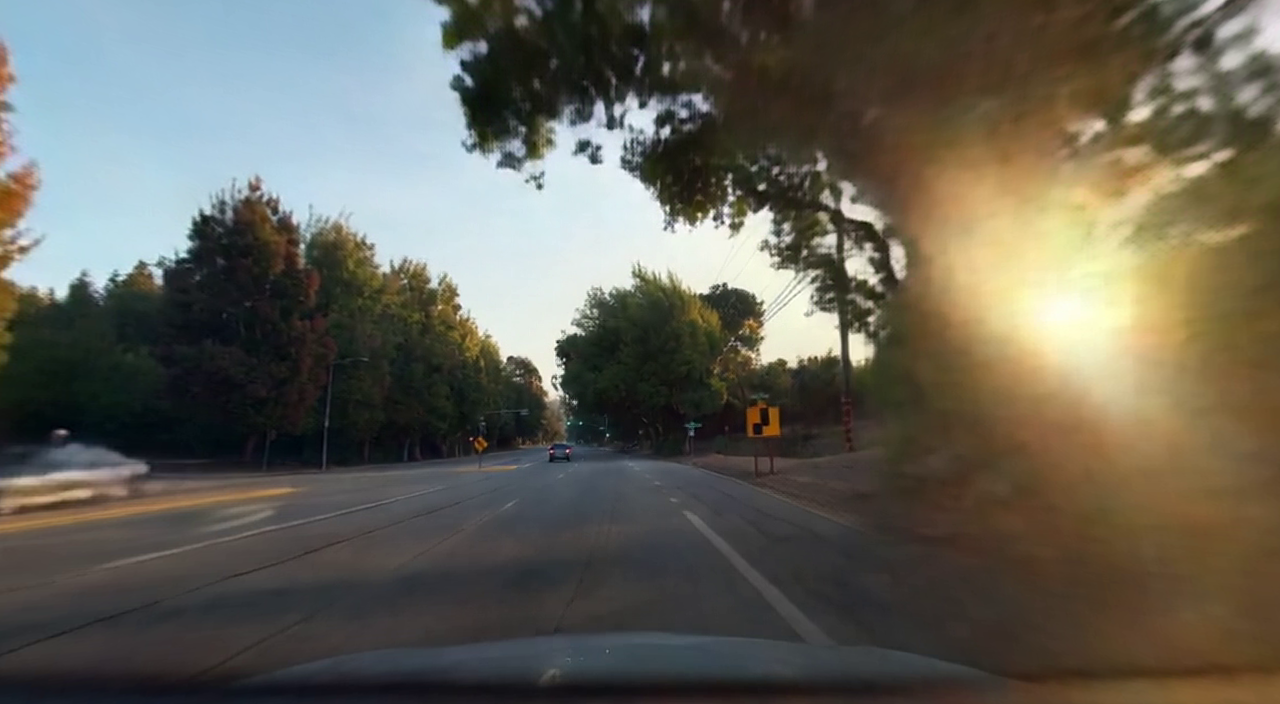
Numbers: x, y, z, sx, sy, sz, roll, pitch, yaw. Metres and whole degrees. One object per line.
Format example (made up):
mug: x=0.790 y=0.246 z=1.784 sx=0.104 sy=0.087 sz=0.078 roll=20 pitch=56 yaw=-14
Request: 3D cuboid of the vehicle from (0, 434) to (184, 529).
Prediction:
vehicle: x=-13.786 y=2.914 z=14.802 sx=2.277 sy=1.857 sz=5.330 roll=0 pitch=-9 yaw=-1
